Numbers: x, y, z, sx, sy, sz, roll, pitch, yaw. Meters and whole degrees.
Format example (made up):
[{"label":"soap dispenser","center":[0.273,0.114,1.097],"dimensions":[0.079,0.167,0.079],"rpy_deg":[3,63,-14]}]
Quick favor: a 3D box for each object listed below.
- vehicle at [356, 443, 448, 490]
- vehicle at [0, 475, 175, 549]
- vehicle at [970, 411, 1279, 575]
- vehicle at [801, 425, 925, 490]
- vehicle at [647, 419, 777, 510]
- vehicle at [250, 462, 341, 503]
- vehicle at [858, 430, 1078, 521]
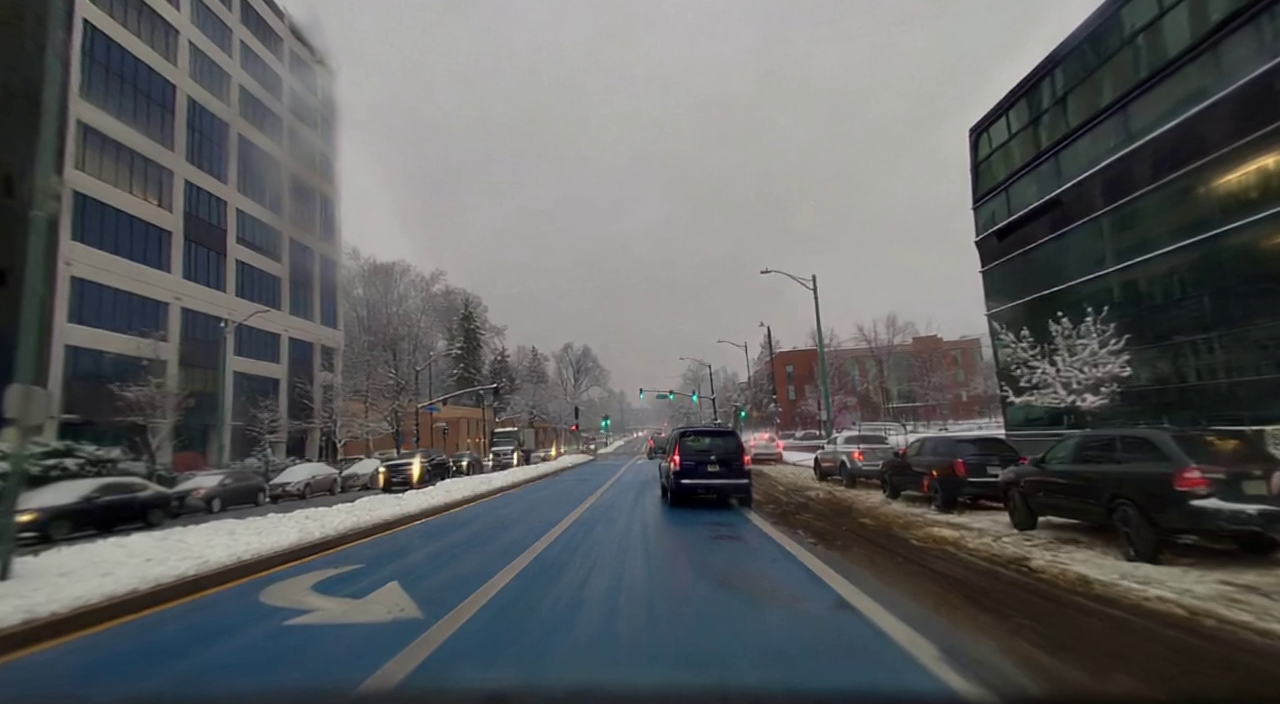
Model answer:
[{"label":"vehicle","center":[-9.910,4.774,26.702],"dimensions":[2.072,1.806,4.736],"rpy_deg":[0,-9,-1]},{"label":"vehicle","center":[-16.325,4.459,18.204],"dimensions":[1.933,1.590,4.980],"rpy_deg":[0,-9,1]},{"label":"vehicle","center":[6.688,1.746,8.591],"dimensions":[1.927,1.631,4.417],"rpy_deg":[0,-9,-1]},{"label":"vehicle","center":[6.908,3.351,20.336],"dimensions":[2.088,1.761,5.697],"rpy_deg":[0,-9,2]},{"label":"vehicle","center":[1.444,2.541,14.603],"dimensions":[2.283,1.773,4.255],"rpy_deg":[0,-9,-3]},{"label":"vehicle","center":[-16.465,6.220,30.438],"dimensions":[1.942,1.691,4.281],"rpy_deg":[0,-9,0]},{"label":"vehicle","center":[6.540,2.525,13.456],"dimensions":[2.106,1.550,5.046],"rpy_deg":[0,-9,2]}]
